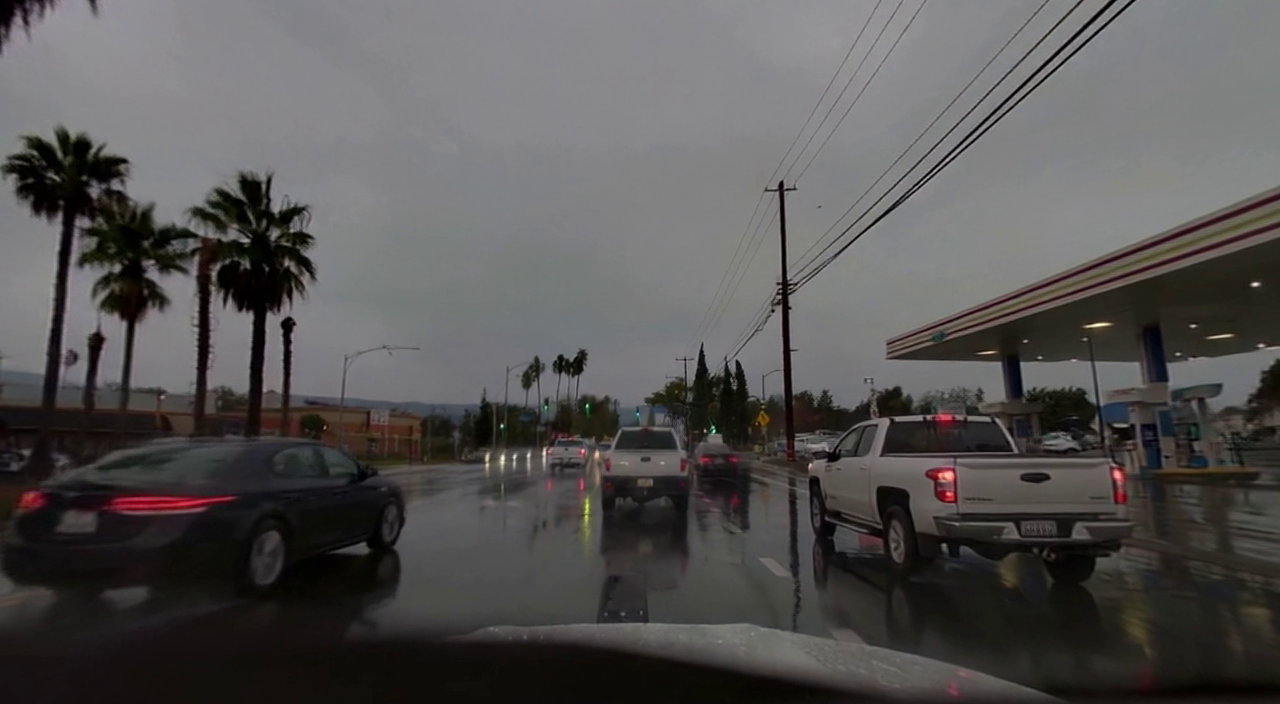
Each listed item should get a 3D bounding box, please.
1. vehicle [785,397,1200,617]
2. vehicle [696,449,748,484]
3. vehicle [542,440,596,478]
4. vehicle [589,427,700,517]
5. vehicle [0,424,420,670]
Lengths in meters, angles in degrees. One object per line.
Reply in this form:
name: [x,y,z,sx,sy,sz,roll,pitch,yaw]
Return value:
vehicle: [3.597,1.702,8.086,2.120,1.828,5.531,0,-8,0]
vehicle: [3.648,5.153,28.521,1.901,1.401,3.965,0,-8,1]
vehicle: [-3.574,5.509,32.511,2.071,1.811,4.605,0,-8,2]
vehicle: [0.140,2.882,15.747,2.295,1.835,5.471,0,-8,1]
vehicle: [-4.088,1.561,6.314,1.983,1.502,4.720,0,-8,1]
